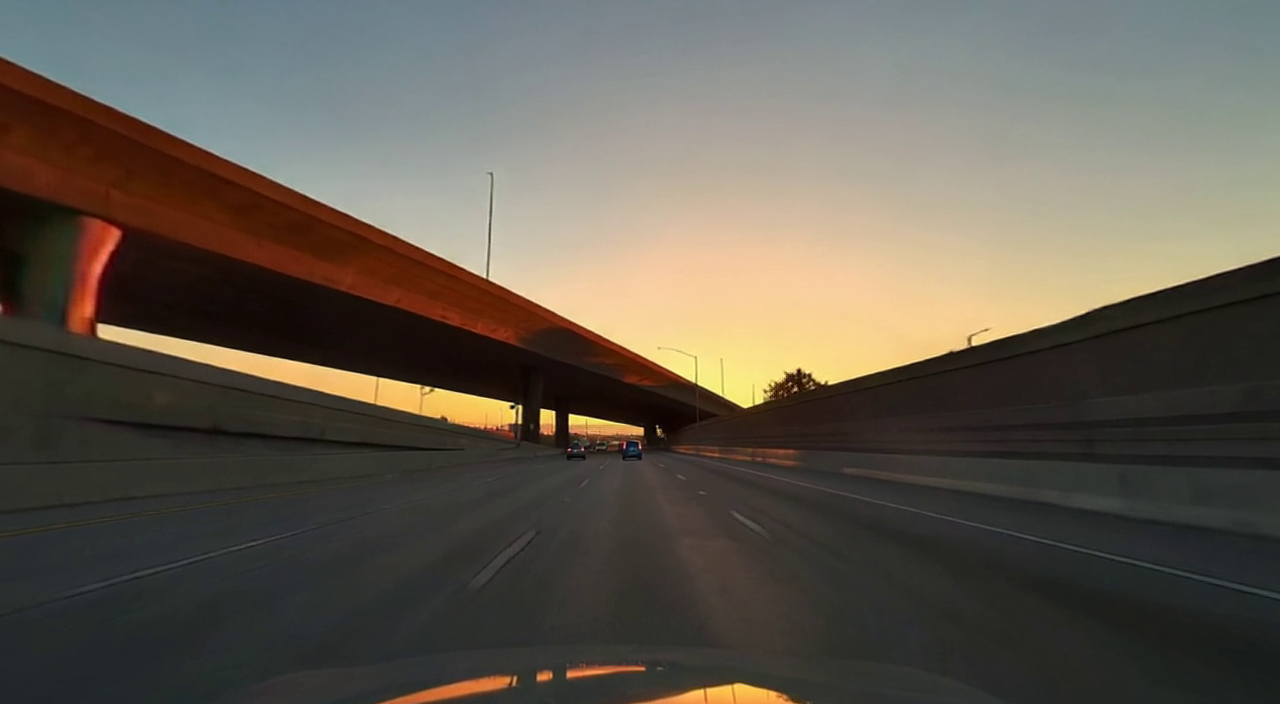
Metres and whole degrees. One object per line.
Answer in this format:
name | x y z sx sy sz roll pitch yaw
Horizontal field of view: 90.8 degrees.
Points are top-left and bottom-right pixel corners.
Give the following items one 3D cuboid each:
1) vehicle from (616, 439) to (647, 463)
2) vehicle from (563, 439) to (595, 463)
vehicle | -0.652 7.093 45.496 2.132 1.657 3.967 0 -8 -2
vehicle | -4.466 7.282 46.570 2.000 1.646 4.201 0 -8 -1
